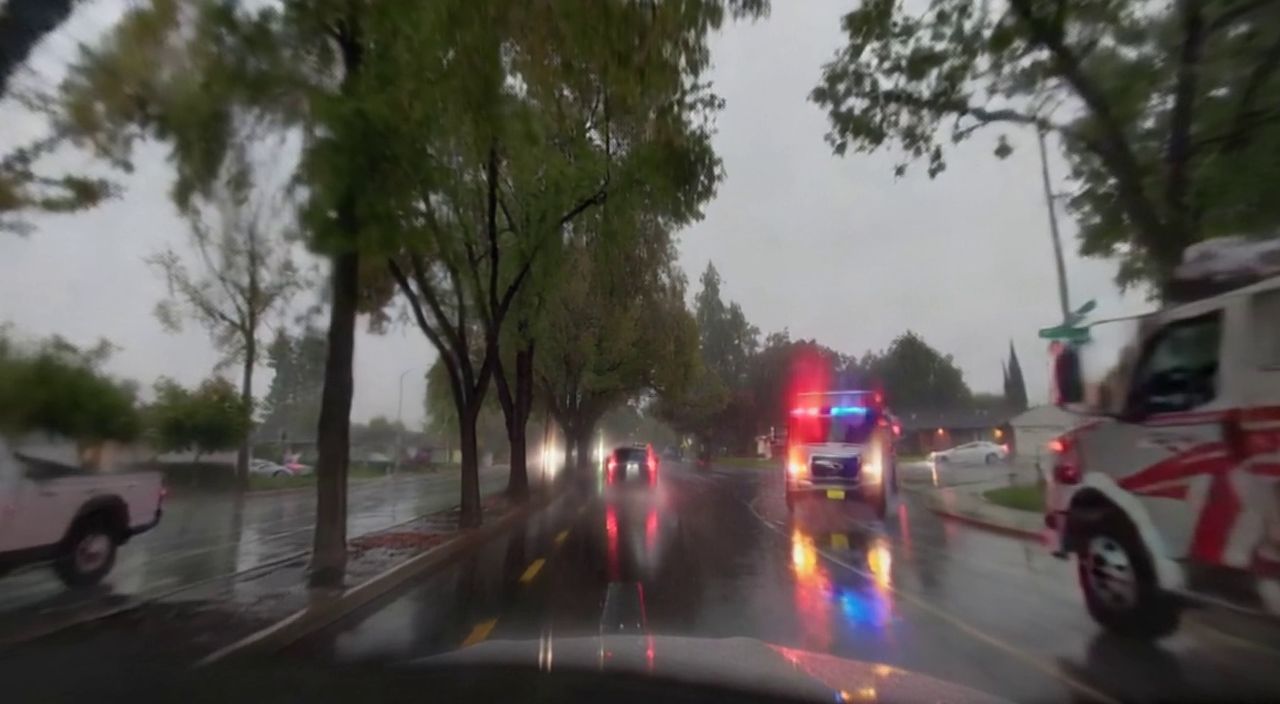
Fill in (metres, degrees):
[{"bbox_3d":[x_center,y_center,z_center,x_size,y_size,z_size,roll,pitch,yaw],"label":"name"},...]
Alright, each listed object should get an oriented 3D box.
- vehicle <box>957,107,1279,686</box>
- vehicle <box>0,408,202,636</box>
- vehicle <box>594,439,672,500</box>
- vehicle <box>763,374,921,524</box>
[{"bbox_3d":[5.129,0.012,2.179,2.885,3.246,9.408,0,-10,-2],"label":"vehicle"},{"bbox_3d":[-6.407,1.417,5.270,2.165,1.876,4.903,0,-8,-3],"label":"vehicle"},{"bbox_3d":[-0.163,3.476,19.096,2.106,1.655,3.717,0,-8,1],"label":"vehicle"},{"bbox_3d":[5.085,2.365,15.201,2.654,2.824,5.794,-7,-11,24],"label":"vehicle"}]
